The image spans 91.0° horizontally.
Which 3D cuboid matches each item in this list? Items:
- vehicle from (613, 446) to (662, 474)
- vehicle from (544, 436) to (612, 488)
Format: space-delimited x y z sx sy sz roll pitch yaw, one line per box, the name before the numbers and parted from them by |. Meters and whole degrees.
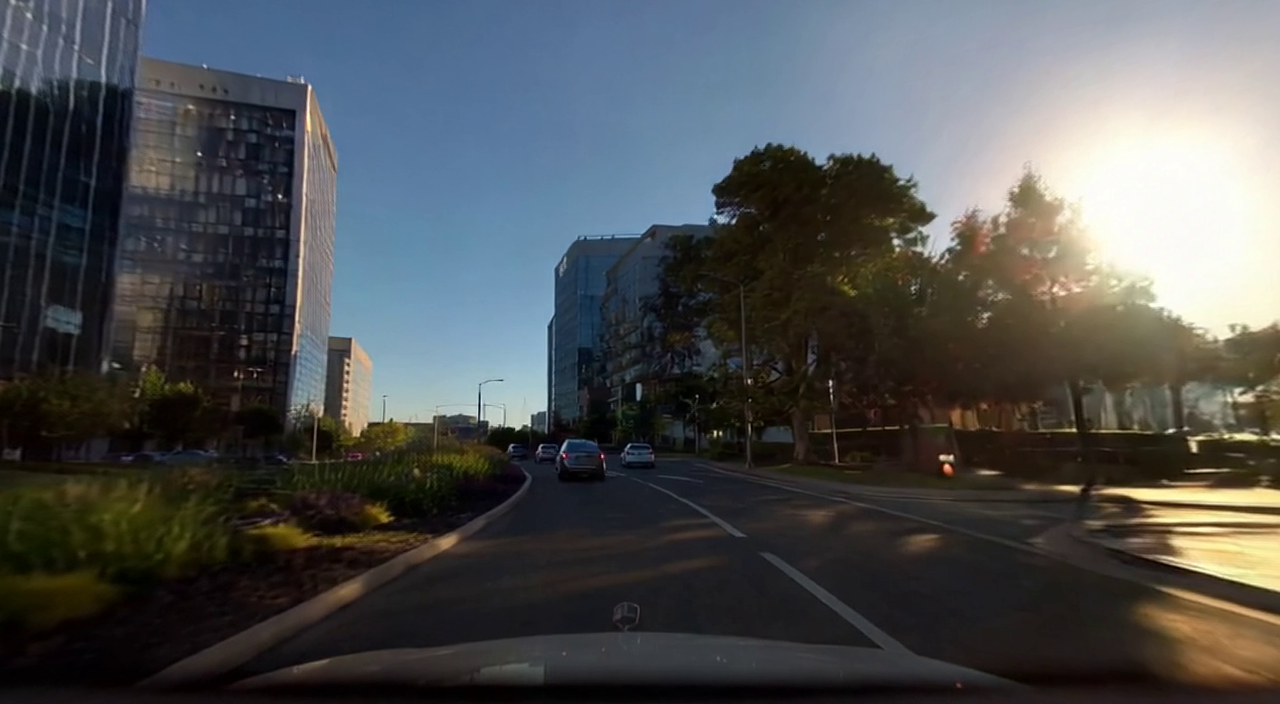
vehicle | -0.222 6.220 36.618 2.116 1.506 4.355 2 -9 -9
vehicle | -2.419 4.074 23.646 2.173 1.761 4.374 2 -9 -10
